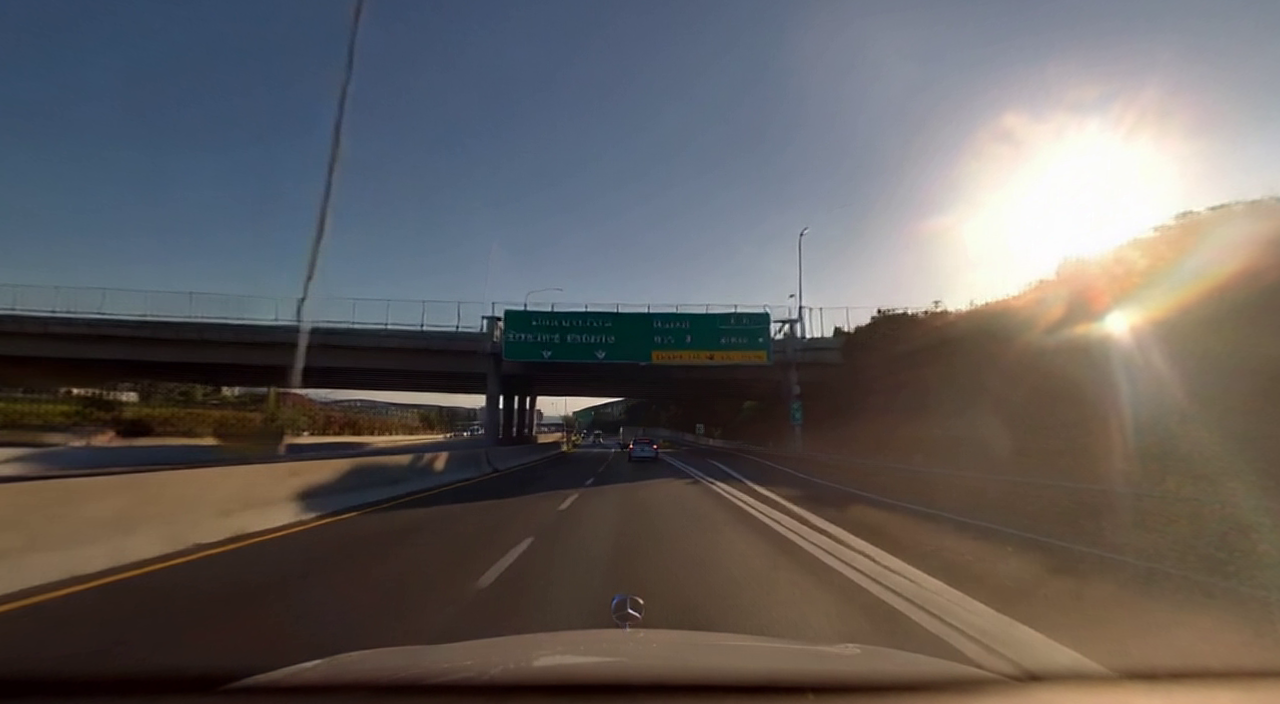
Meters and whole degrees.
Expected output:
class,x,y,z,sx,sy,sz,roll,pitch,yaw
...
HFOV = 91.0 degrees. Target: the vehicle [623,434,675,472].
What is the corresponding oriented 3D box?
class,x,y,z,sx,sy,sz,roll,pitch,yaw
vehicle,0.375,4.458,27.915,2.130,1.512,4.057,0,-8,1
